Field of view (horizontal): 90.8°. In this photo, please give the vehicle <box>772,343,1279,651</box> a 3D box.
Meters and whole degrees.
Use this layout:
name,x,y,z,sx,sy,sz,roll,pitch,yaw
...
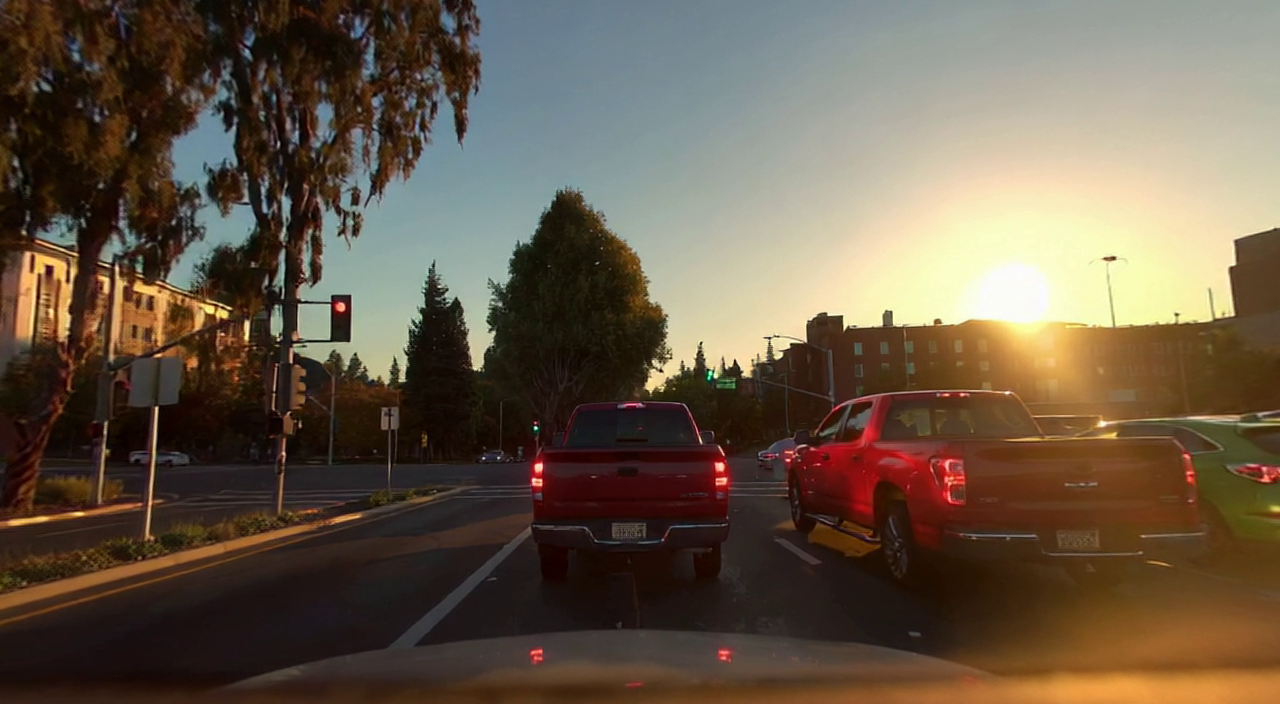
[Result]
name,x,y,z,sx,sy,sz,roll,pitch,yaw
vehicle,3.313,1.330,6.929,2.412,1.953,5.682,0,-9,-1

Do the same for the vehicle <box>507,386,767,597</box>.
name,x,y,z,sx,sy,sz,roll,pitch,yaw
vehicle,-0.069,1.579,8.055,2.240,1.821,5.001,0,-9,-1

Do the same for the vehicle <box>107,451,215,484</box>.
name,x,y,z,sx,sy,sz,roll,pitch,yaw
vehicle,-26.382,6.332,35.024,4.437,1.669,1.936,5,-10,-30
